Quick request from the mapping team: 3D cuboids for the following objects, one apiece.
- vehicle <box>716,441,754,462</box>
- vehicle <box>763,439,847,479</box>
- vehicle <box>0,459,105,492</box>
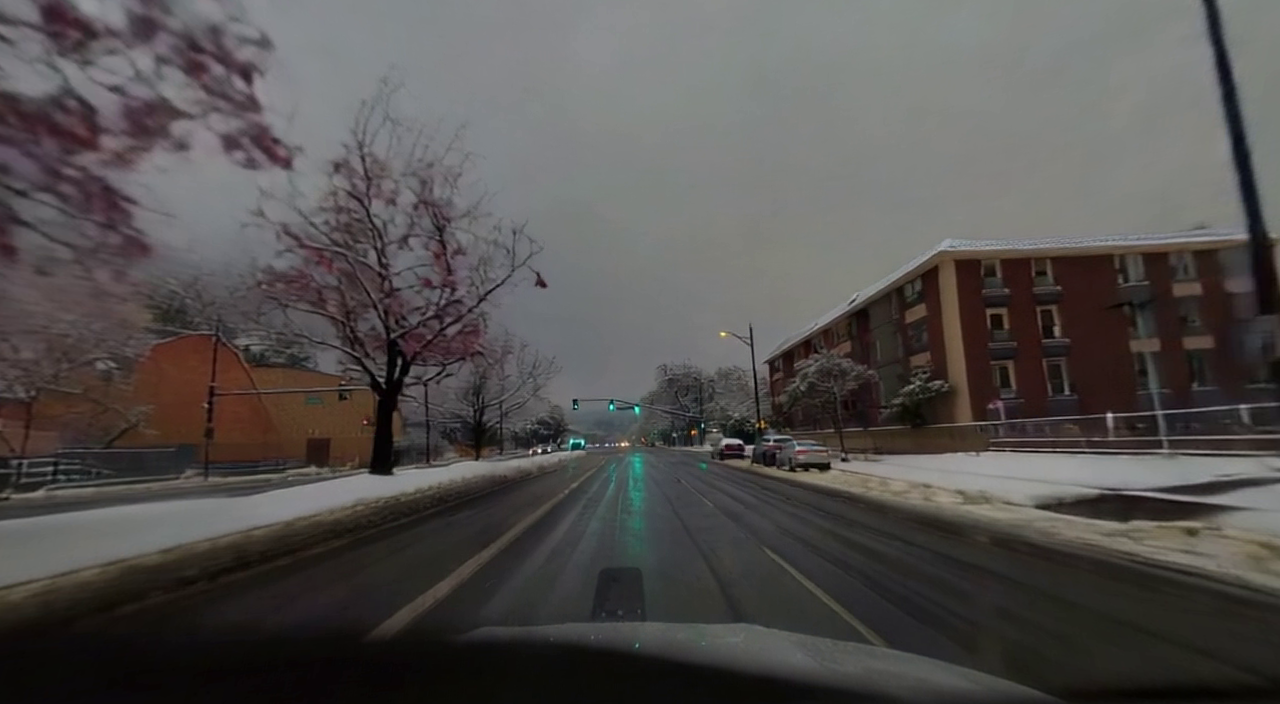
[{"bbox_3d":[6.741,7.098,45.228,2.032,1.449,4.413,0,-8,0],"label":"vehicle"},{"bbox_3d":[6.519,4.278,25.588,1.891,1.456,4.909,0,-8,-3],"label":"vehicle"},{"bbox_3d":[-34.963,7.184,37.089,1.985,1.691,5.024,-3,-9,16],"label":"vehicle"}]
